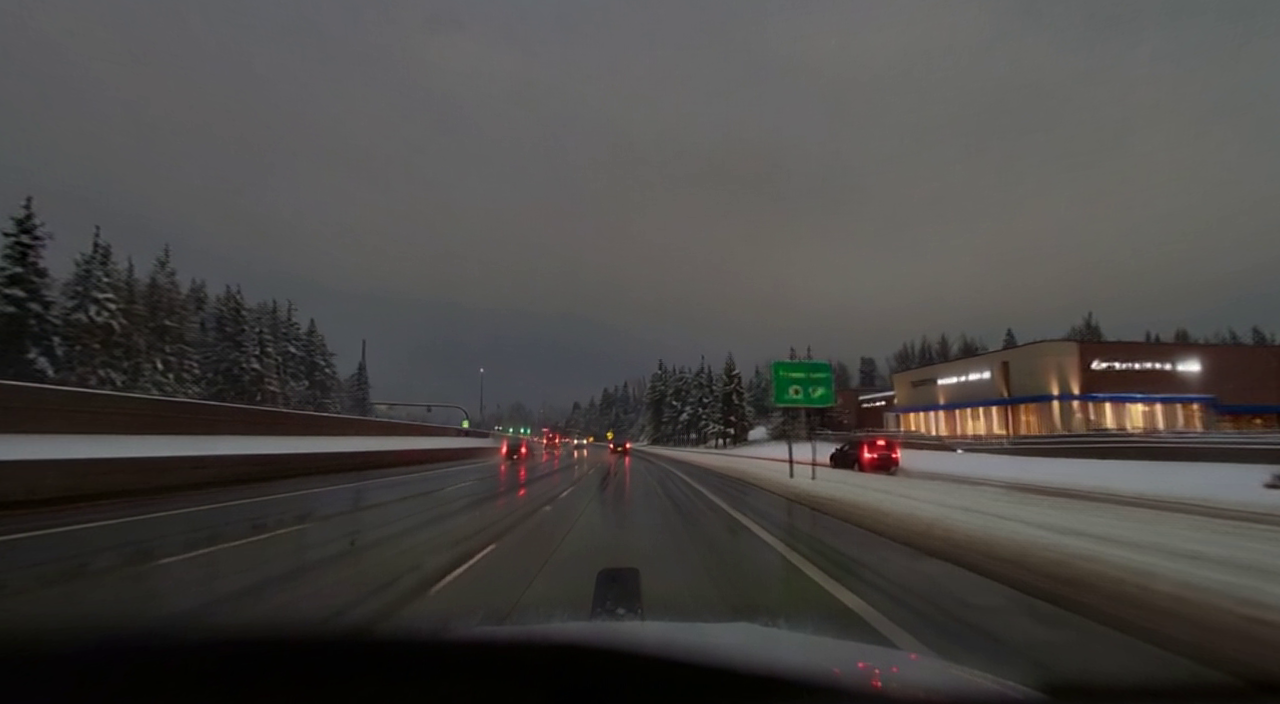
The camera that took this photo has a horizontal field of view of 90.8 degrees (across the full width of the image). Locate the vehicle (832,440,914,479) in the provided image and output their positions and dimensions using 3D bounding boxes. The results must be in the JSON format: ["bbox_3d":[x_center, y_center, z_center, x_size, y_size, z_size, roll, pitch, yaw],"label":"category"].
[{"bbox_3d":[11.414,5.270,31.300,2.023,1.782,4.193,1,-9,-8],"label":"vehicle"}]

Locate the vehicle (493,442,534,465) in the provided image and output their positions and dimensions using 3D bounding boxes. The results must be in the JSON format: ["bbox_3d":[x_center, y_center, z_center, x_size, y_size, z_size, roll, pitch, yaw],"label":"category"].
[{"bbox_3d":[-8.527,6.880,43.051,2.009,1.454,4.250,0,-9,-1],"label":"vehicle"}]
